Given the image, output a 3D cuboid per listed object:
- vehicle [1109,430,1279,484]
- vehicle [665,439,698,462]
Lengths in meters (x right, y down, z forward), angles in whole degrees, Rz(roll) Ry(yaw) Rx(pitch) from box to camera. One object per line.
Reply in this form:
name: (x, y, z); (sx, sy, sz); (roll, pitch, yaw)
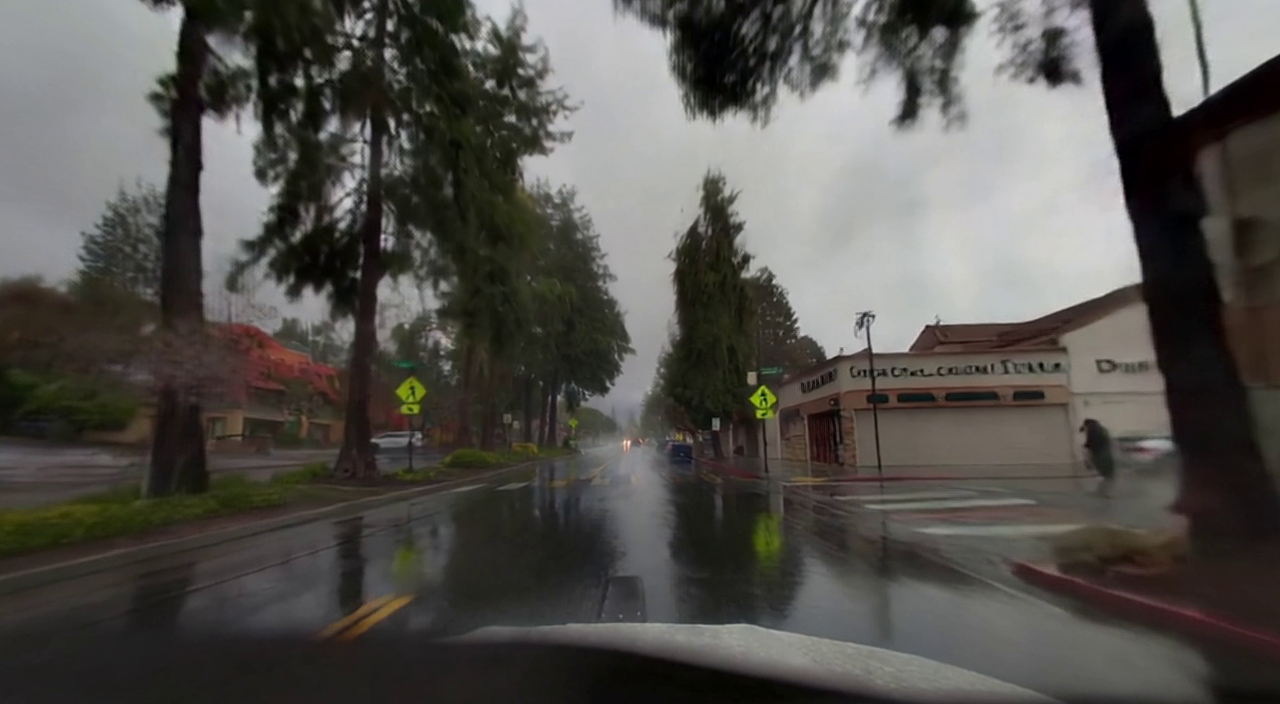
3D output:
vehicle: (16.693, 2.996, 18.193); (4.563, 1.457, 2.139); (-1, -8, 6)
vehicle: (2.985, 7.147, 45.916); (2.152, 1.527, 4.010); (0, -9, 0)
